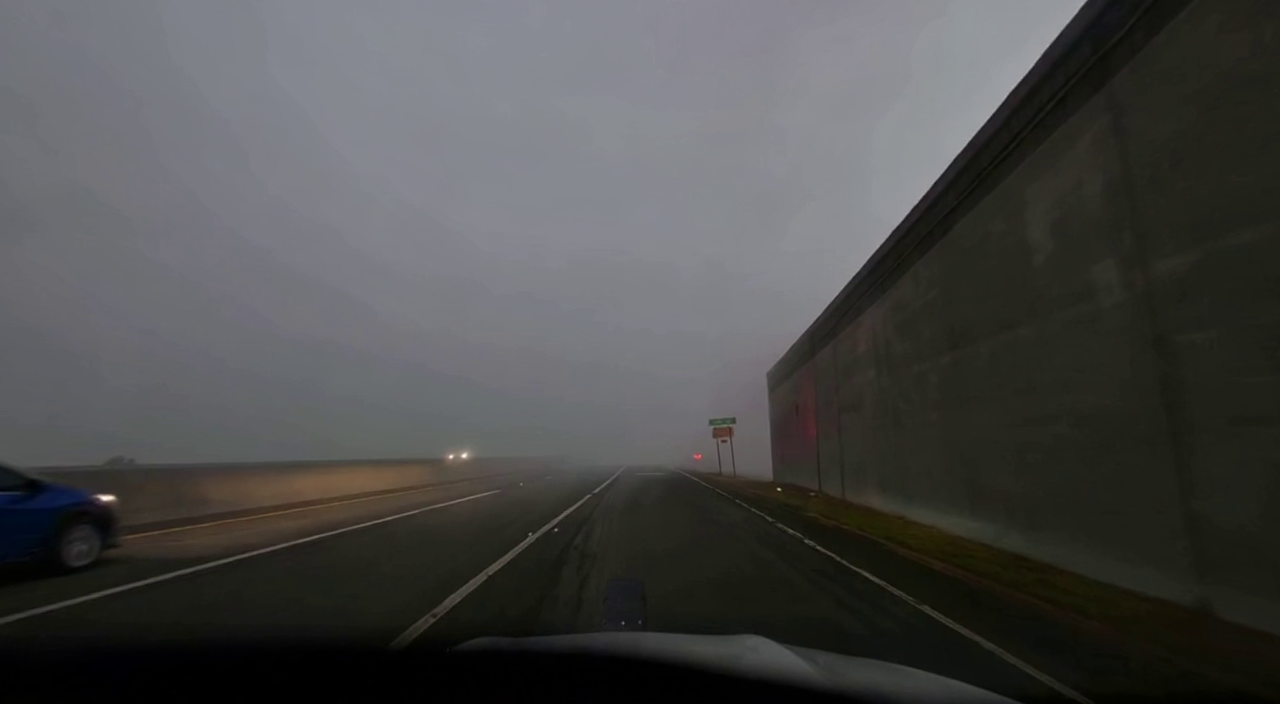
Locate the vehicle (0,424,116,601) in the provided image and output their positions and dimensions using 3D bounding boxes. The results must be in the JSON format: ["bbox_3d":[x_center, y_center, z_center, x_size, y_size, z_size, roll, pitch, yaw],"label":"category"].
[{"bbox_3d":[-6.917,1.287,4.636,2.172,1.587,4.518,0,-9,1],"label":"vehicle"}]
